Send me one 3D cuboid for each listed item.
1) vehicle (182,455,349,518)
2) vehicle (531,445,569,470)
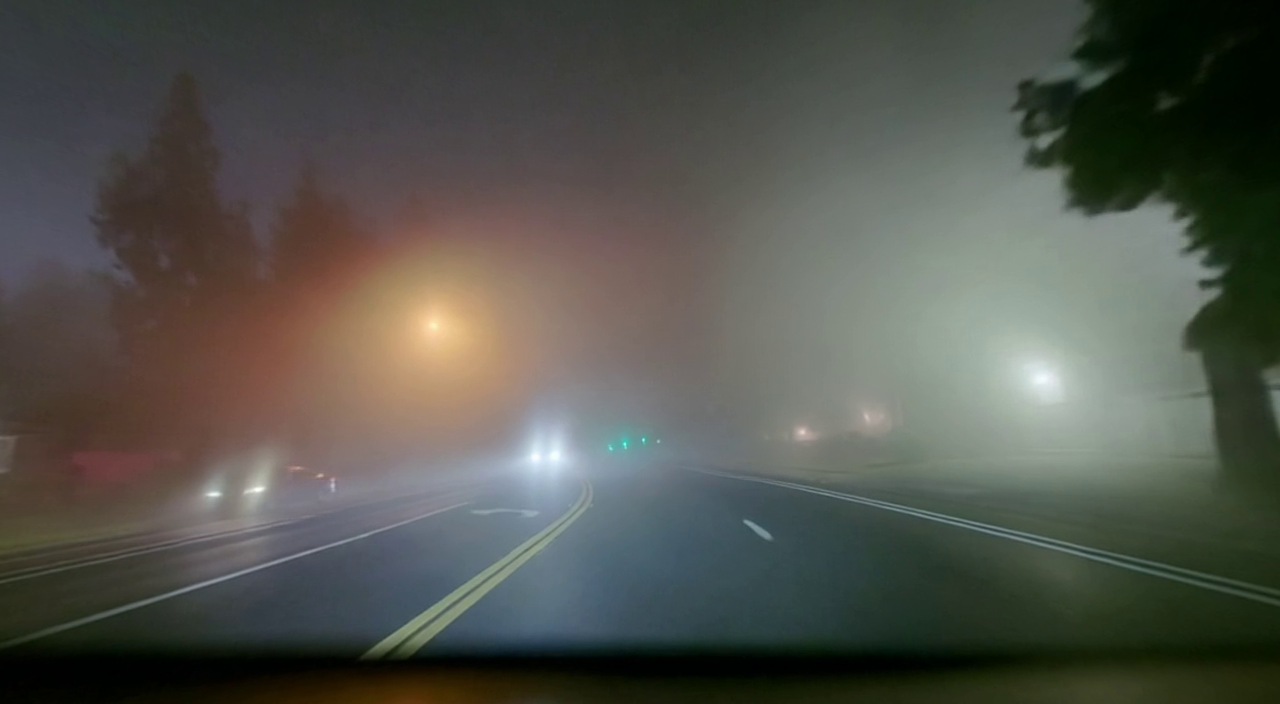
[{"bbox_3d":[-12.015,4.319,20.808,2.066,1.681,5.292,-1,-8,3],"label":"vehicle"},{"bbox_3d":[-6.192,7.258,43.735,1.951,1.612,4.269,0,-8,0],"label":"vehicle"}]
